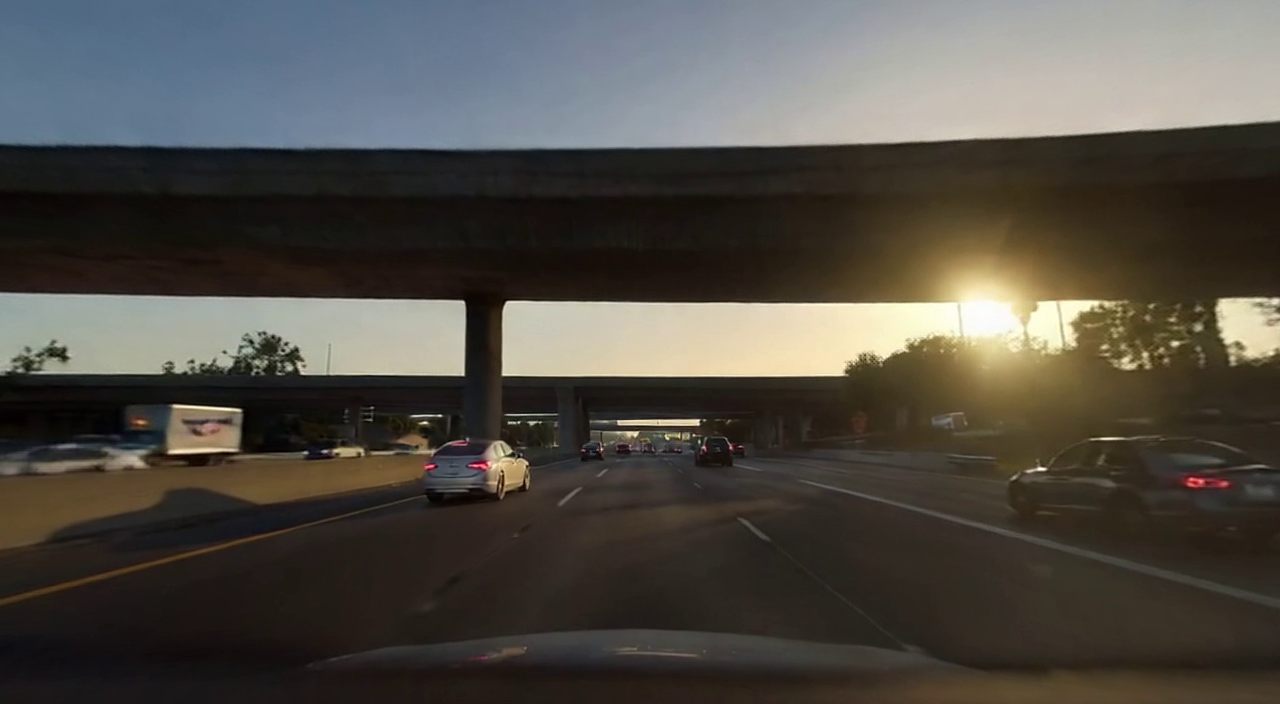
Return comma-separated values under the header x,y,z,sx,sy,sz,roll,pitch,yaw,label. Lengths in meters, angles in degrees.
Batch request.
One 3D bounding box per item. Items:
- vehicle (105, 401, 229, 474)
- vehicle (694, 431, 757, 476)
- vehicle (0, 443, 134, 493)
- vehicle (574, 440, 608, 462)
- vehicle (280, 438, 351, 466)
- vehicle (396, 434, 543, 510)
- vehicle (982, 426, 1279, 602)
x,y,z,sx,sy,sz,roll,pitch,yaw,label
-27.977,5.135,37.780,2.910,3.973,5.944,1,-8,-4,vehicle
3.559,4.320,27.147,2.072,1.761,4.242,0,-8,-1,vehicle
-19.656,3.792,21.127,1.938,1.474,4.445,0,-8,-3,vehicle
-3.491,7.113,45.564,2.047,1.464,4.387,0,-8,1,vehicle
-25.112,7.772,49.264,2.403,1.981,6.428,0,-8,-3,vehicle
-3.683,2.682,14.673,1.997,1.476,4.703,0,-8,1,vehicle
6.265,1.690,7.539,1.989,1.472,4.322,0,-8,1,vehicle
